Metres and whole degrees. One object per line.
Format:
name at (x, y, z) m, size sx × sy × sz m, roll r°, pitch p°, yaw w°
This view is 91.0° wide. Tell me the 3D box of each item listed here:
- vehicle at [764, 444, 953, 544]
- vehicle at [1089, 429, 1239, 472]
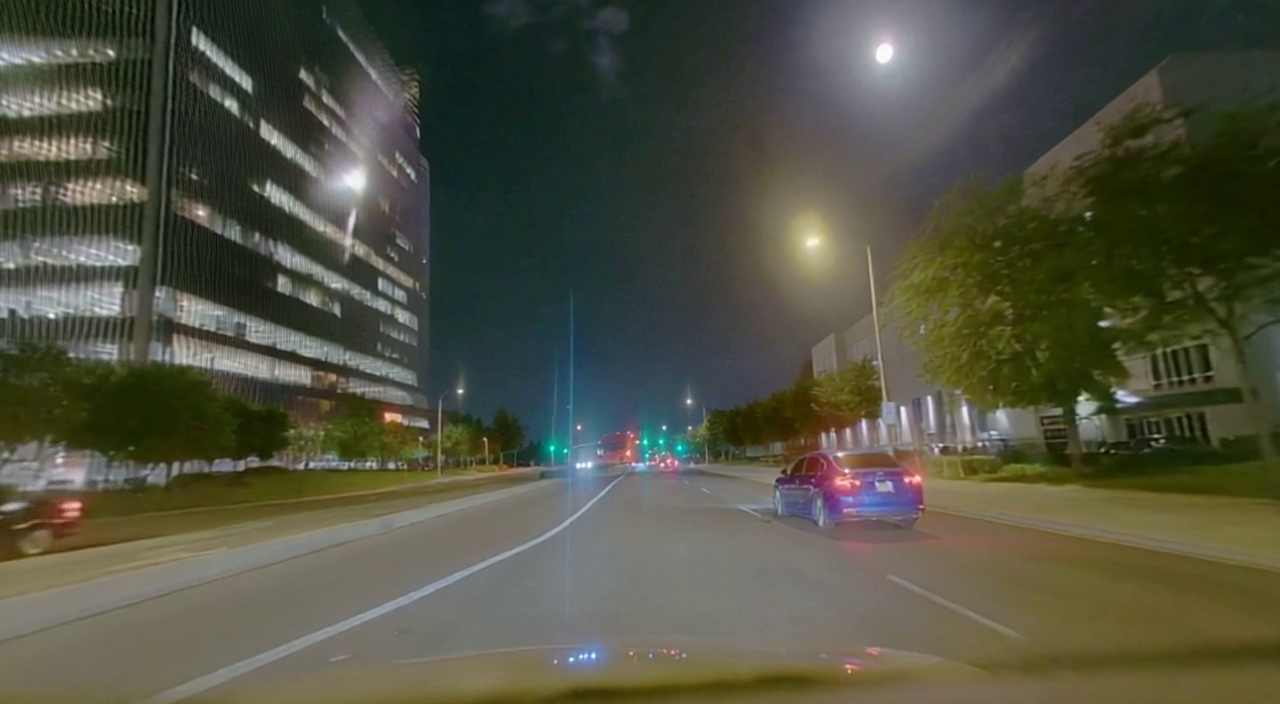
vehicle at (3.779, 2.512, 11.797) m, size 1.993 × 1.501 × 4.127 m, roll 0°, pitch -9°, yaw -1°
vehicle at (20.735, 3.896, 25.022) m, size 4.373 × 1.580 × 1.729 m, roll 0°, pitch -9°, yaw -2°
